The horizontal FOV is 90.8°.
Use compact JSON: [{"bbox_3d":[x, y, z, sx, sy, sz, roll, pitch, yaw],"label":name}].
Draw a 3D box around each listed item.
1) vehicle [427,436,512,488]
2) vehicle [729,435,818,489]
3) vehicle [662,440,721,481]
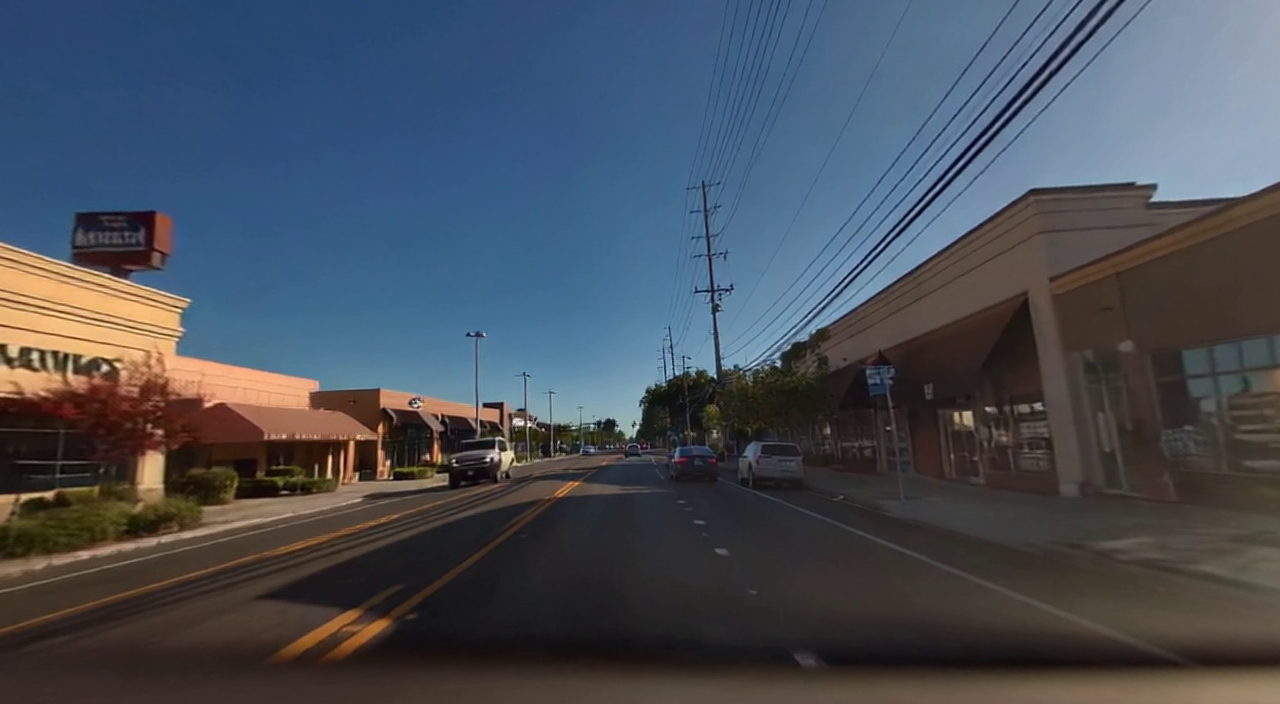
[{"bbox_3d":[-6.398,4.162,24.258,2.037,1.777,4.407,0,-8,0],"label":"vehicle"},{"bbox_3d":[4.895,4.129,24.060,2.143,1.788,5.388,0,-8,-1],"label":"vehicle"},{"bbox_3d":[1.968,4.292,25.223,1.975,1.497,3.647,0,-8,-1],"label":"vehicle"}]
